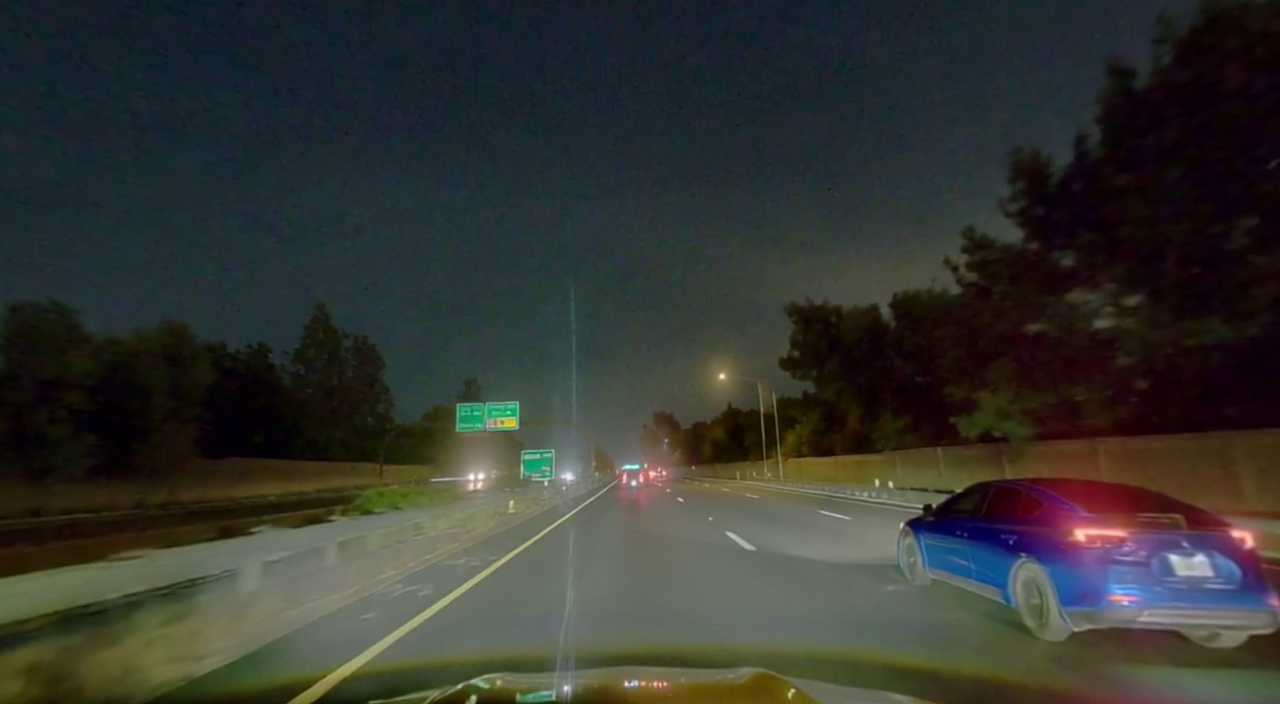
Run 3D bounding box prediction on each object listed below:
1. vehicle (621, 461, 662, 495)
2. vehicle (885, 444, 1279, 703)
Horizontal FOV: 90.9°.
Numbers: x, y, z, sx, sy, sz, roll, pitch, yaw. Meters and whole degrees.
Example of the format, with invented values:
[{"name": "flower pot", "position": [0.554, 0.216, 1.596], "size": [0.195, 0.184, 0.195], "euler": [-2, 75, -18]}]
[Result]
[{"name": "vehicle", "position": [0.025, 6.643, 33.253], "size": [2.037, 1.605, 3.833], "euler": [1, -11, -1]}, {"name": "vehicle", "position": [4.047, 1.690, 5.716], "size": [1.938, 1.494, 4.032], "euler": [1, -11, -1]}]
